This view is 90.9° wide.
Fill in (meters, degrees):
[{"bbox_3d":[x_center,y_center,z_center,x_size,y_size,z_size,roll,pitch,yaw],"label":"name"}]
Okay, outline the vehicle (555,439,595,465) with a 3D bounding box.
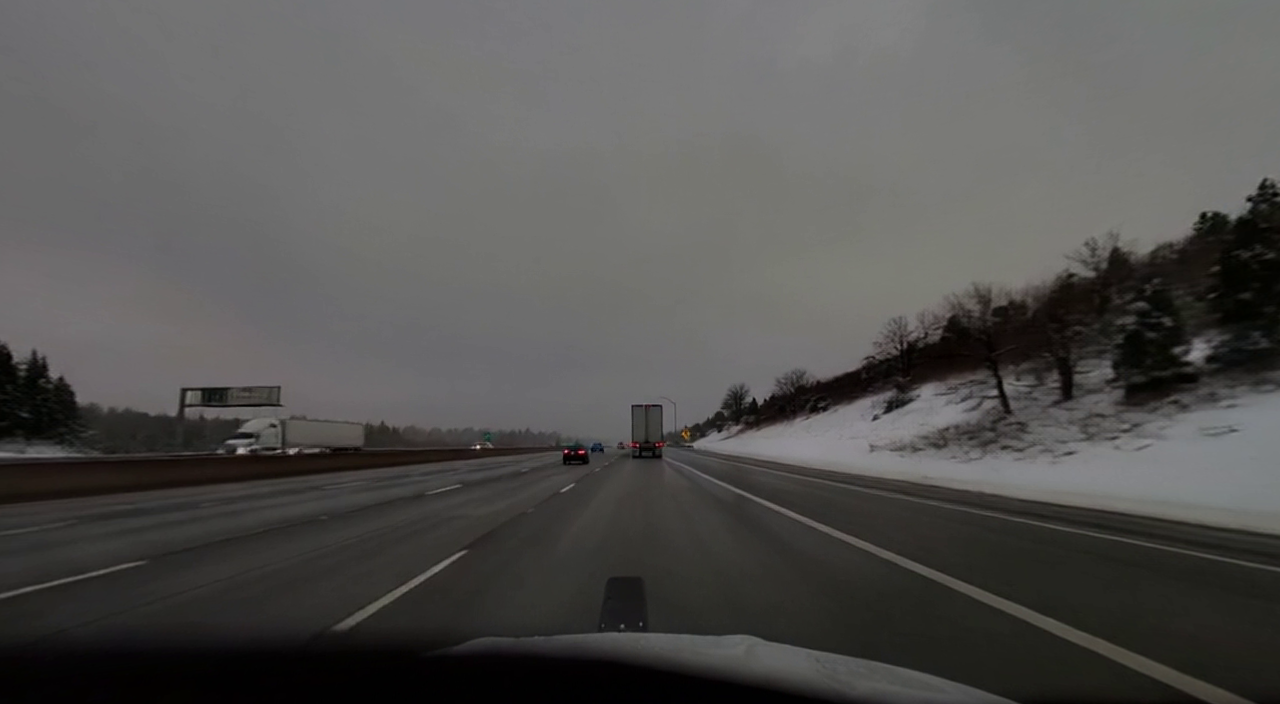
[{"bbox_3d":[-3.998,6.255,39.440,1.983,1.508,4.060,0,-9,1],"label":"vehicle"}]
